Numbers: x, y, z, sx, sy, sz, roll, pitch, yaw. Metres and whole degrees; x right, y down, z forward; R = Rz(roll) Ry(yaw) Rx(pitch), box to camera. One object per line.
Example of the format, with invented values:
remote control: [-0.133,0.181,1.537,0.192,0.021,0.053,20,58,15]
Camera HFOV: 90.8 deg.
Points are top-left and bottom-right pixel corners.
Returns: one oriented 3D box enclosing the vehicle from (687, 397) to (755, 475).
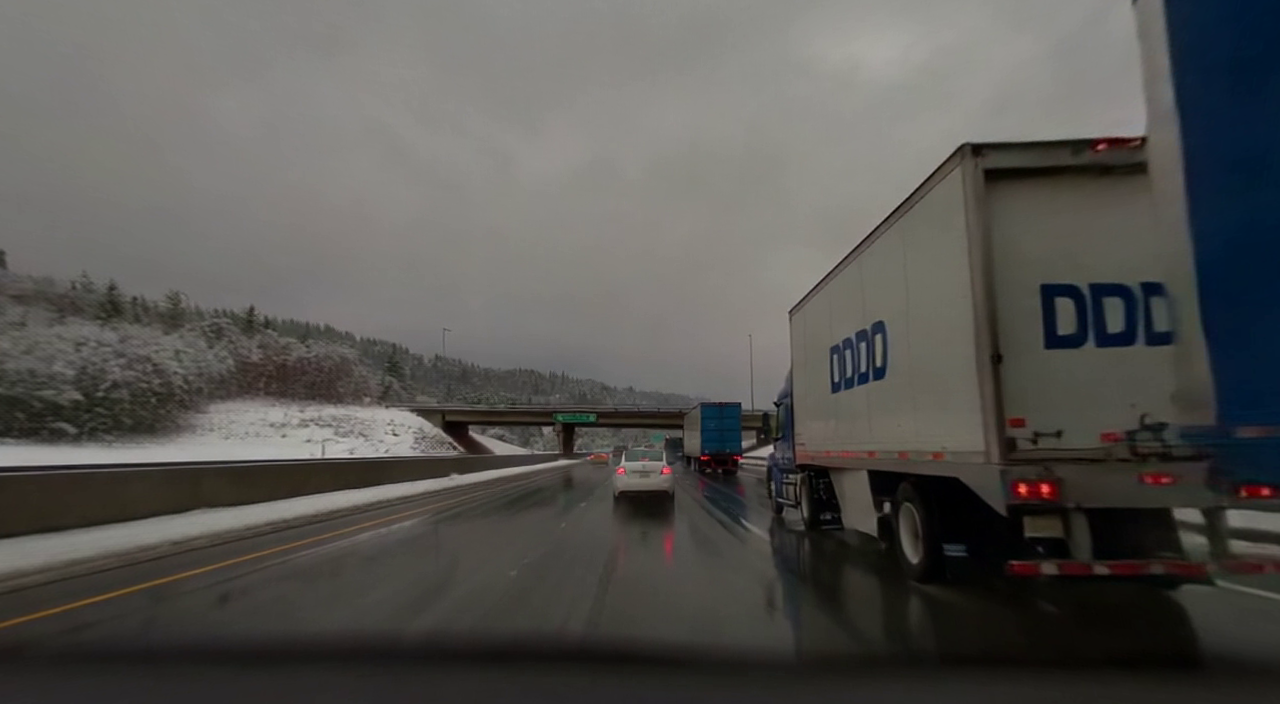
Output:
vehicle: [4.522,5.068,37.305,2.801,4.039,8.684,0,-9,0]

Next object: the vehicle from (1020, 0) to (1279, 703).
vehicle: [4.120,-0.509,0.140,2.802,3.956,8.291,0,-9,0]

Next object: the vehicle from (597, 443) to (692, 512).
vehicle: [0.101,2.980,15.396,2.029,1.437,3.794,0,-9,0]
